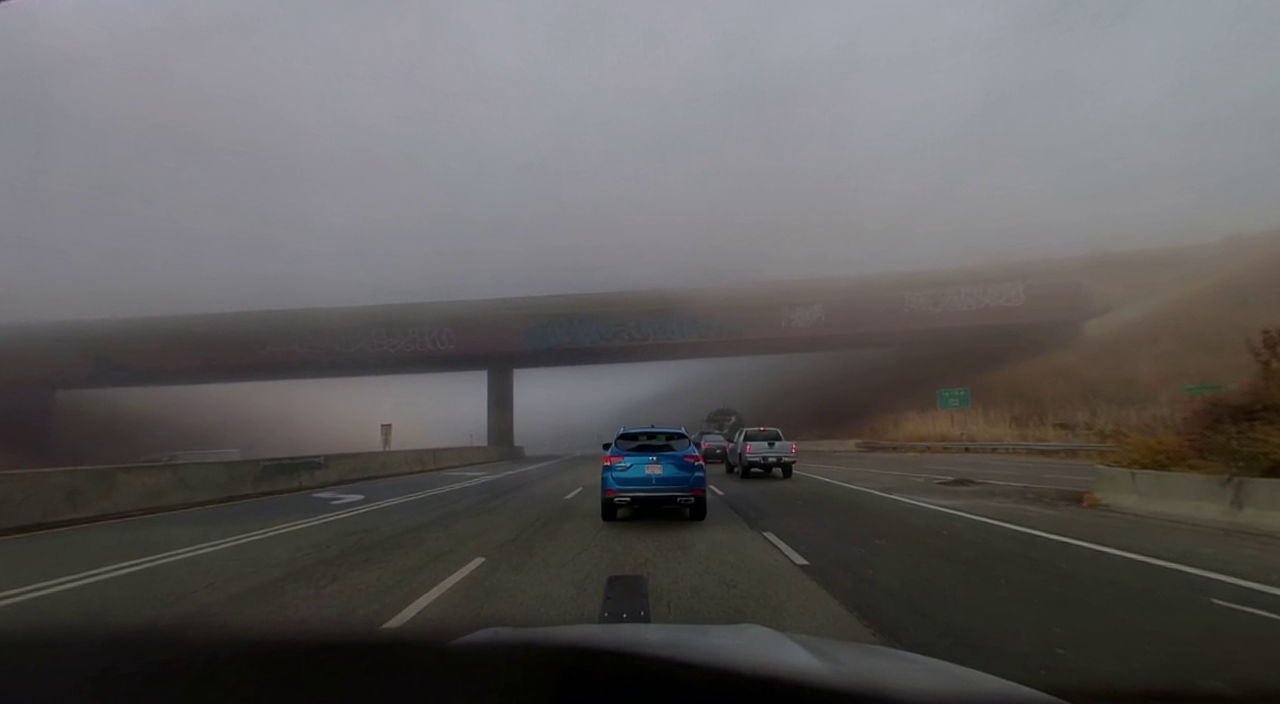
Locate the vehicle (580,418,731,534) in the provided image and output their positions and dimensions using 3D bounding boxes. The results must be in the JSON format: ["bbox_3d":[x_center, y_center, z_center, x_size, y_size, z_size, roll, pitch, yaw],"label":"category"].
[{"bbox_3d":[0.260,2.092,11.185,2.193,1.651,3.946,0,-8,1],"label":"vehicle"}]

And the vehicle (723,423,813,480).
[{"bbox_3d":[4.761,3.824,24.495,2.311,1.922,5.977,0,-8,1],"label":"vehicle"}]
